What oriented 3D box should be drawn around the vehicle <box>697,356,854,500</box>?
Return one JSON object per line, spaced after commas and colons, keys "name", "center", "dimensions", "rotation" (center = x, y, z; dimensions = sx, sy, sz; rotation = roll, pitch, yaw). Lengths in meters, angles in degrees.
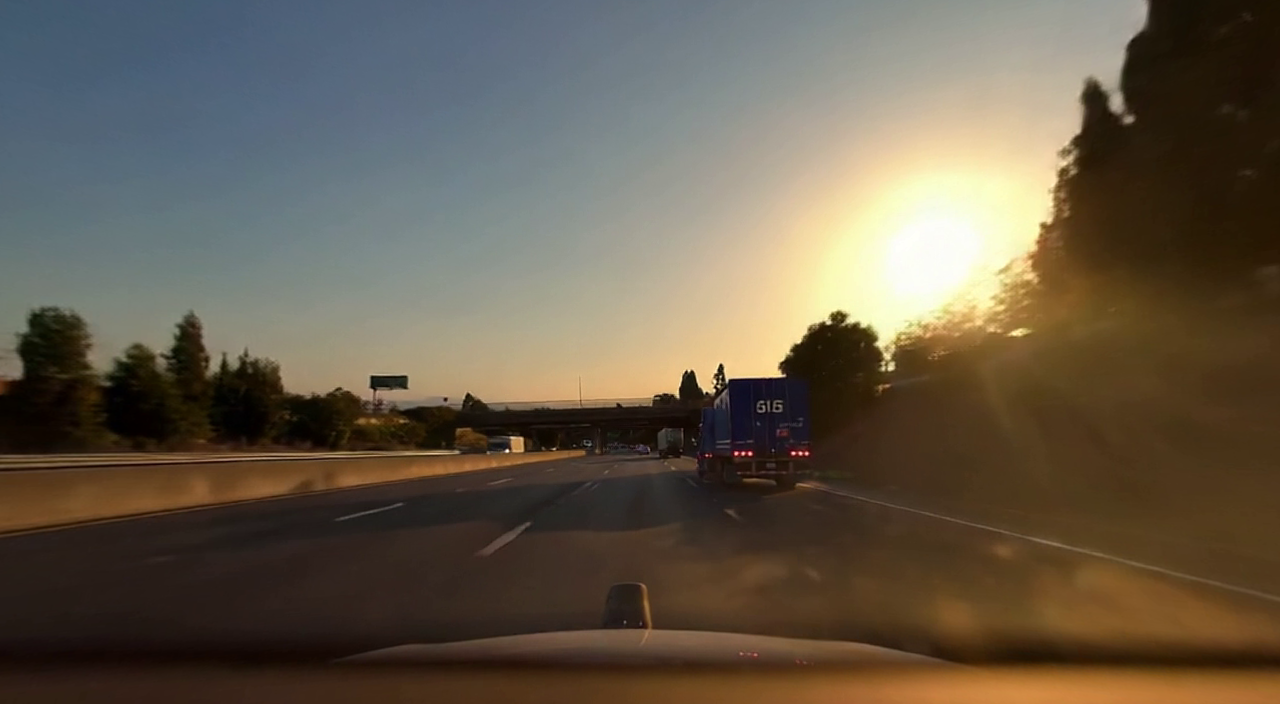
{"name": "vehicle", "center": [3.951, 2.736, 21.442], "dimensions": [3.107, 3.718, 10.231], "rotation": [0, -9, 0]}
